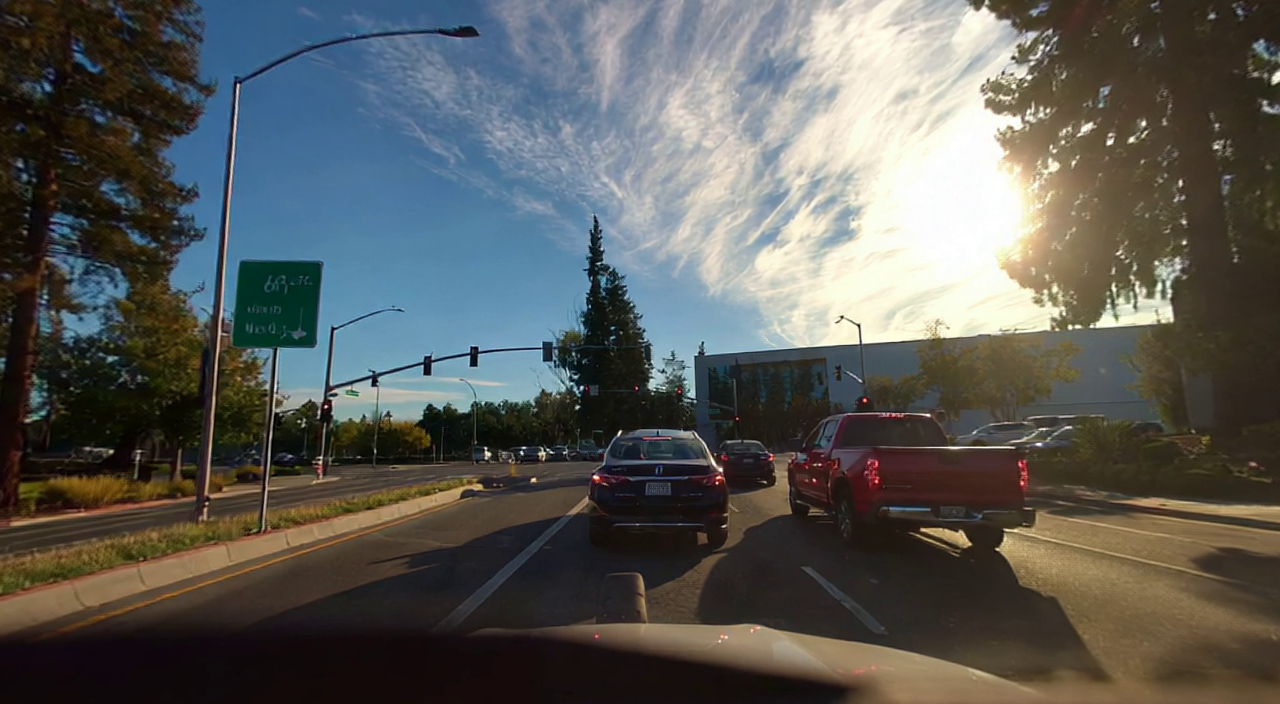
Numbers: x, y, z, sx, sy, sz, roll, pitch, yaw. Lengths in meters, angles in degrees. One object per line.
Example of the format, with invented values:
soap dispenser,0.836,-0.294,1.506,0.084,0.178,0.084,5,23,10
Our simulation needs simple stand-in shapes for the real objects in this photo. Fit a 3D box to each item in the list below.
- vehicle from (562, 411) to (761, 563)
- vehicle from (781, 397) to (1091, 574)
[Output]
vehicle,0.242,1.776,8.966,2.168,1.641,4.039,0,-8,0
vehicle,3.392,1.628,8.400,2.099,1.725,4.290,0,-8,1
